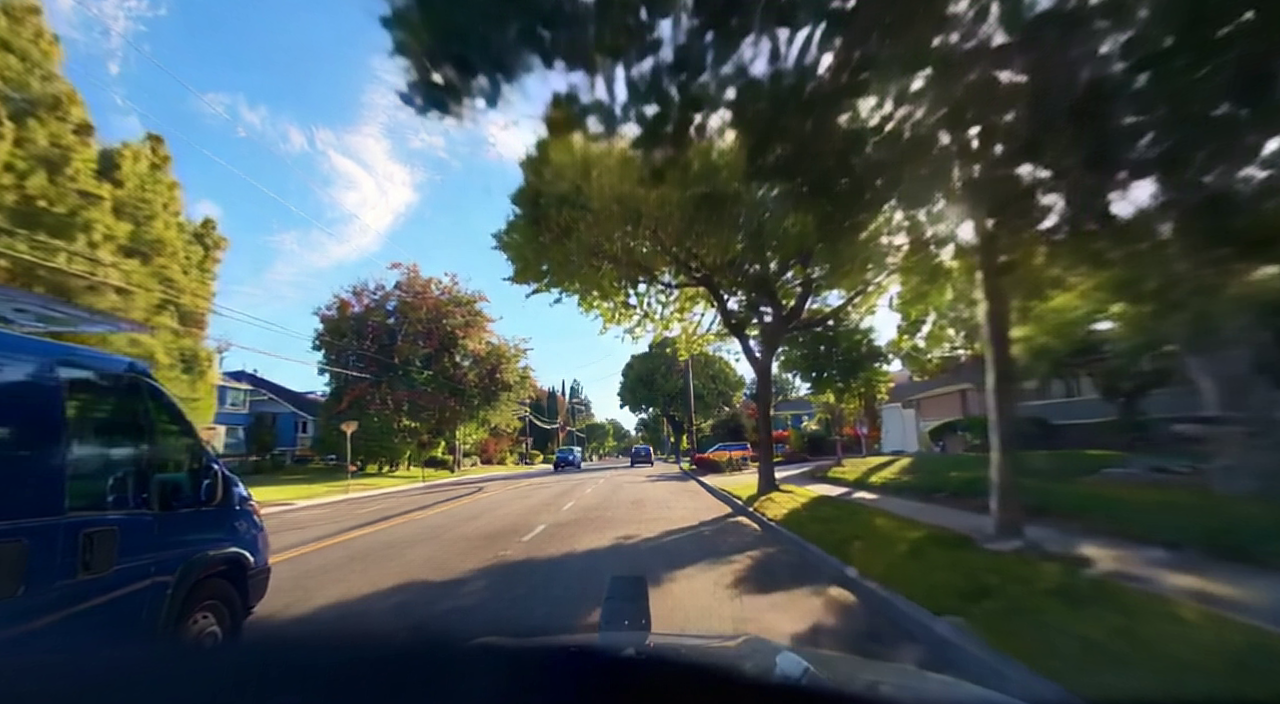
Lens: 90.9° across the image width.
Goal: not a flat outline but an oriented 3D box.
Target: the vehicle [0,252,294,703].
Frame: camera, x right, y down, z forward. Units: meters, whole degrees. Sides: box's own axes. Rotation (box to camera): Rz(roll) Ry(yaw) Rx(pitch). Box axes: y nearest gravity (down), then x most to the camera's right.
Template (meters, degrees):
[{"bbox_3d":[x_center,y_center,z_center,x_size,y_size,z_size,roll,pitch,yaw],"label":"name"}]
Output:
[{"bbox_3d":[-3.659,0.547,1.450,2.336,2.152,5.866,0,-9,0],"label":"vehicle"}]

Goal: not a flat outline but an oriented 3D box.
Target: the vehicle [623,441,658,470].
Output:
[{"bbox_3d":[0.058,6.450,39.469,2.120,1.718,3.909,0,-9,1],"label":"vehicle"}]

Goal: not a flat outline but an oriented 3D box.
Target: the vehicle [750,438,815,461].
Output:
[{"bbox_3d":[10.434,7.152,46.267,4.295,1.505,1.918,-1,-8,2],"label":"vehicle"}]
